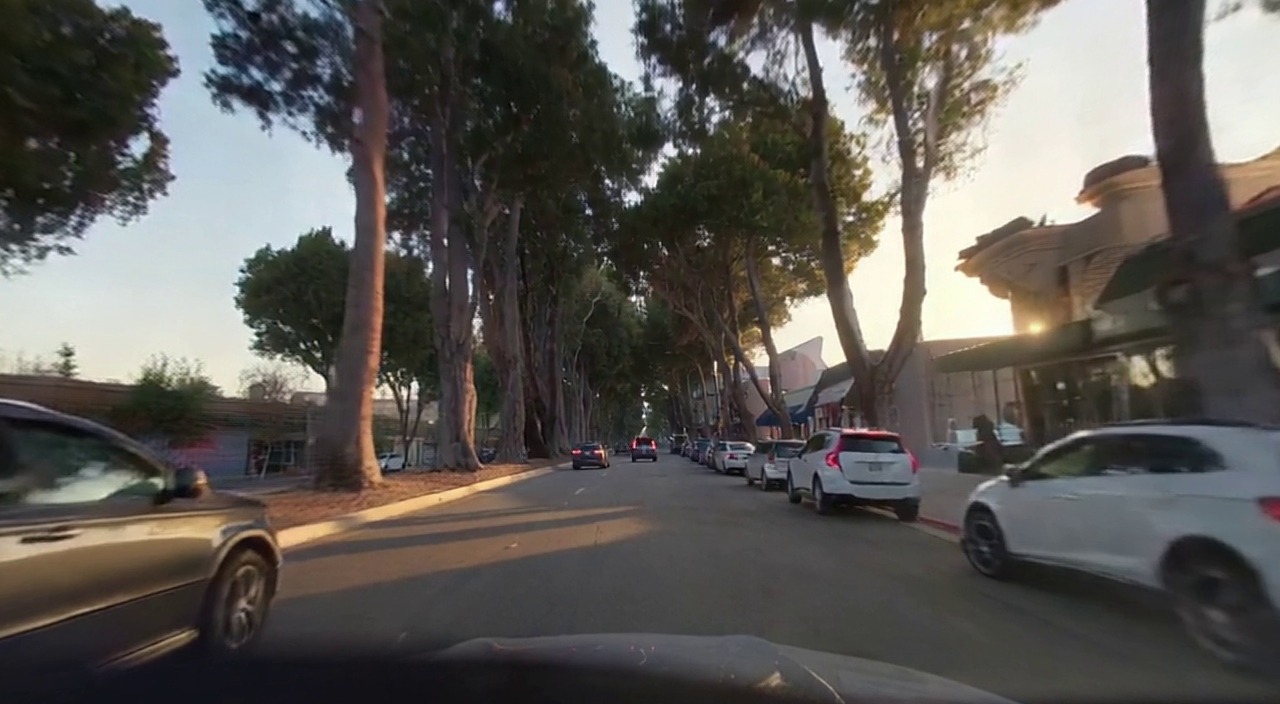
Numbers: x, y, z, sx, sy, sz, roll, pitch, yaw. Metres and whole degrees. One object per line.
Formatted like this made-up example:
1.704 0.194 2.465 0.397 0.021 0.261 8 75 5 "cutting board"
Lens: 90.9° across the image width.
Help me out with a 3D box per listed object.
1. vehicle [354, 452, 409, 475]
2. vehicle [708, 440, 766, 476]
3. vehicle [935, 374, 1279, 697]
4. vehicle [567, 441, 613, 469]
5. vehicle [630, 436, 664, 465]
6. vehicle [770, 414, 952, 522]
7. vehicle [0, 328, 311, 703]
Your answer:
-18.647 8.068 45.661 1.888 1.500 4.622 -1 -8 2 "vehicle"
4.366 4.843 29.113 1.887 1.517 4.257 0 -8 -1 "vehicle"
4.379 1.236 5.081 1.900 1.702 4.358 0 -8 1 "vehicle"
-2.790 5.866 36.113 2.151 1.484 4.468 0 -8 2 "vehicle"
0.453 6.430 41.229 2.075 1.770 4.018 0 -8 0 "vehicle"
4.263 2.340 13.208 2.068 1.809 4.889 0 -8 0 "vehicle"
-3.397 0.722 1.870 2.186 1.708 4.746 0 -8 1 "vehicle"
